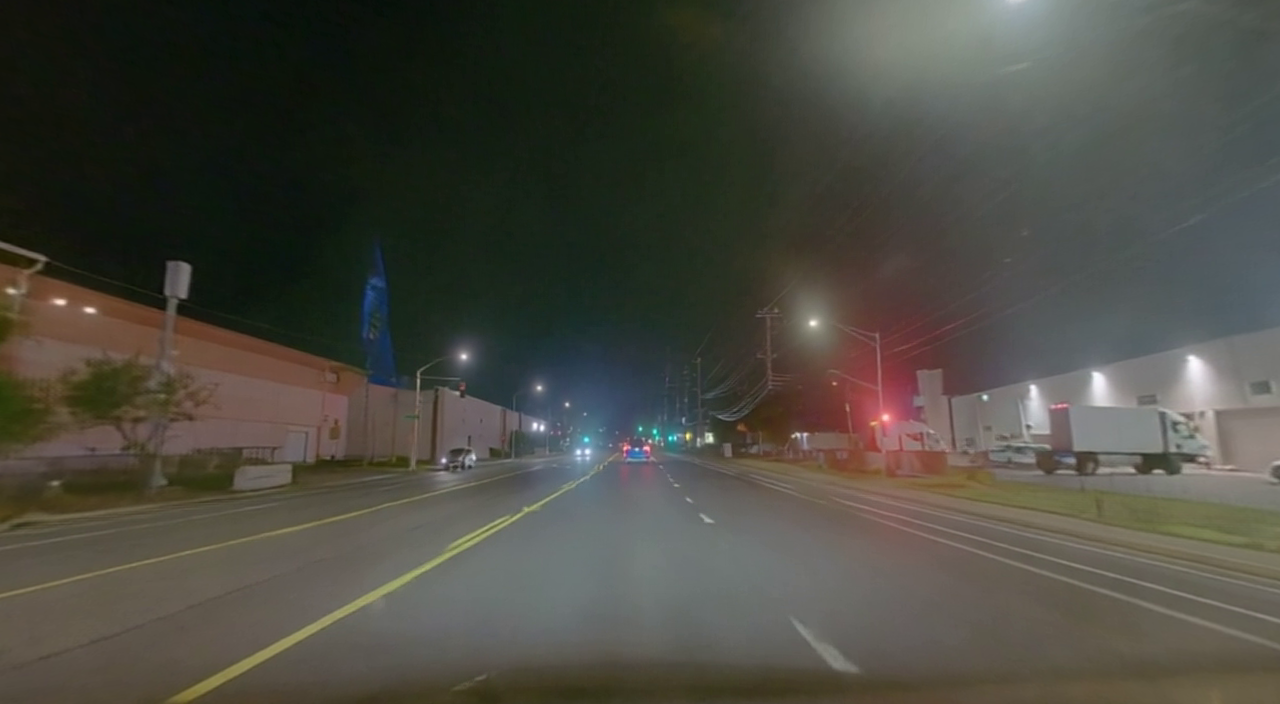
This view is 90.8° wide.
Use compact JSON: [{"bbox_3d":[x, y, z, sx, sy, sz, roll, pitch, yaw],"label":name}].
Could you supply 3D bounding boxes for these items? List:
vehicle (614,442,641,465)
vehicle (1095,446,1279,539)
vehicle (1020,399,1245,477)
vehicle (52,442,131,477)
[{"bbox_3d":[-0.879,7.407,46.218,1.937,1.588,3.746,0,-8,0],"label":"vehicle"},{"bbox_3d":[11.753,2.581,11.970,4.758,1.496,1.871,-1,-9,0],"label":"vehicle"},{"bbox_3d":[24.620,4.366,31.978,8.701,3.665,2.906,0,-8,1],"label":"vehicle"},{"bbox_3d":[-31.606,6.143,36.347,4.992,1.876,2.169,-6,-10,35],"label":"vehicle"}]
